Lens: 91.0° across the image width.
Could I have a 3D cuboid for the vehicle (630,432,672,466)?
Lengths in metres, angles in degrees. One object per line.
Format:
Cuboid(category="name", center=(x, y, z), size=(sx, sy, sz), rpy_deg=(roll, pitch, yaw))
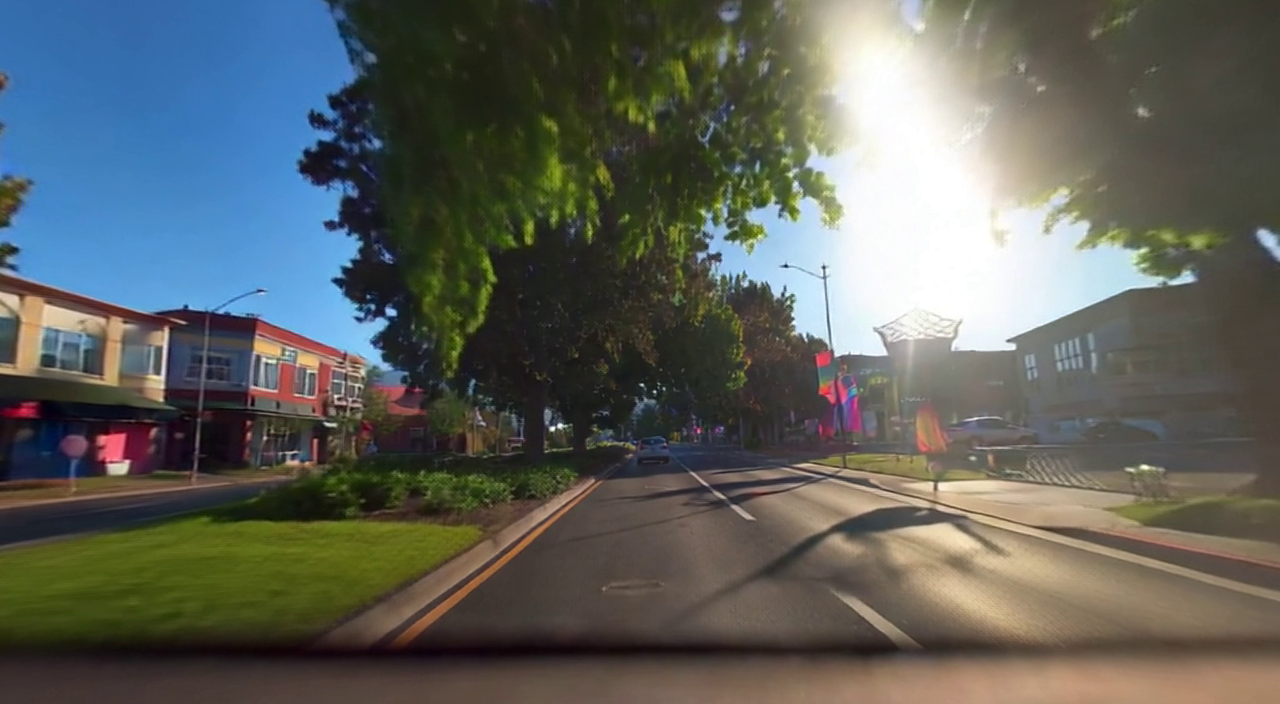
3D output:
Cuboid(category="vehicle", center=(0.687, 5.502, 35.858), size=(2.235, 1.719, 4.292), rpy_deg=(1, -8, 2))
